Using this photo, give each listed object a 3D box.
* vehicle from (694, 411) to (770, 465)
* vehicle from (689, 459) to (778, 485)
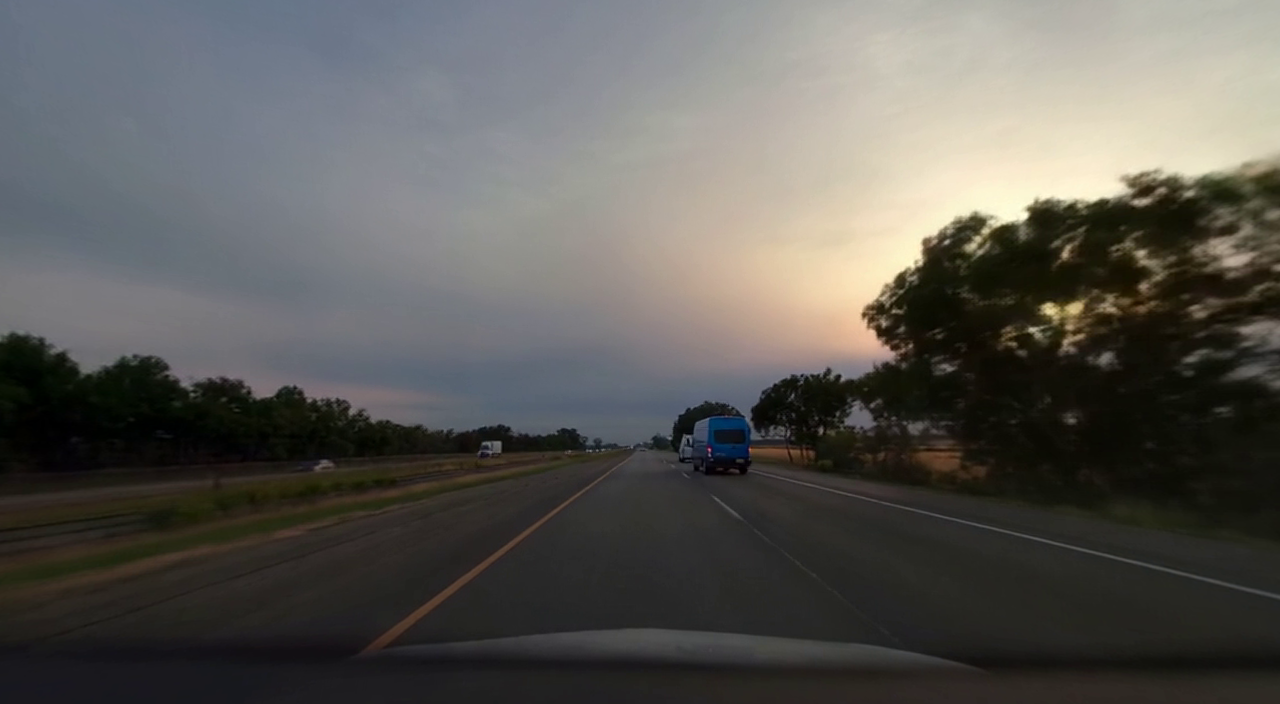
[{"bbox_3d":[3.810,3.804,27.385,2.444,2.053,5.616,-1,-9,0],"label":"vehicle"},{"bbox_3d":[3.826,5.115,27.231,2.702,0.824,6.391,0,-8,-2],"label":"vehicle"}]
